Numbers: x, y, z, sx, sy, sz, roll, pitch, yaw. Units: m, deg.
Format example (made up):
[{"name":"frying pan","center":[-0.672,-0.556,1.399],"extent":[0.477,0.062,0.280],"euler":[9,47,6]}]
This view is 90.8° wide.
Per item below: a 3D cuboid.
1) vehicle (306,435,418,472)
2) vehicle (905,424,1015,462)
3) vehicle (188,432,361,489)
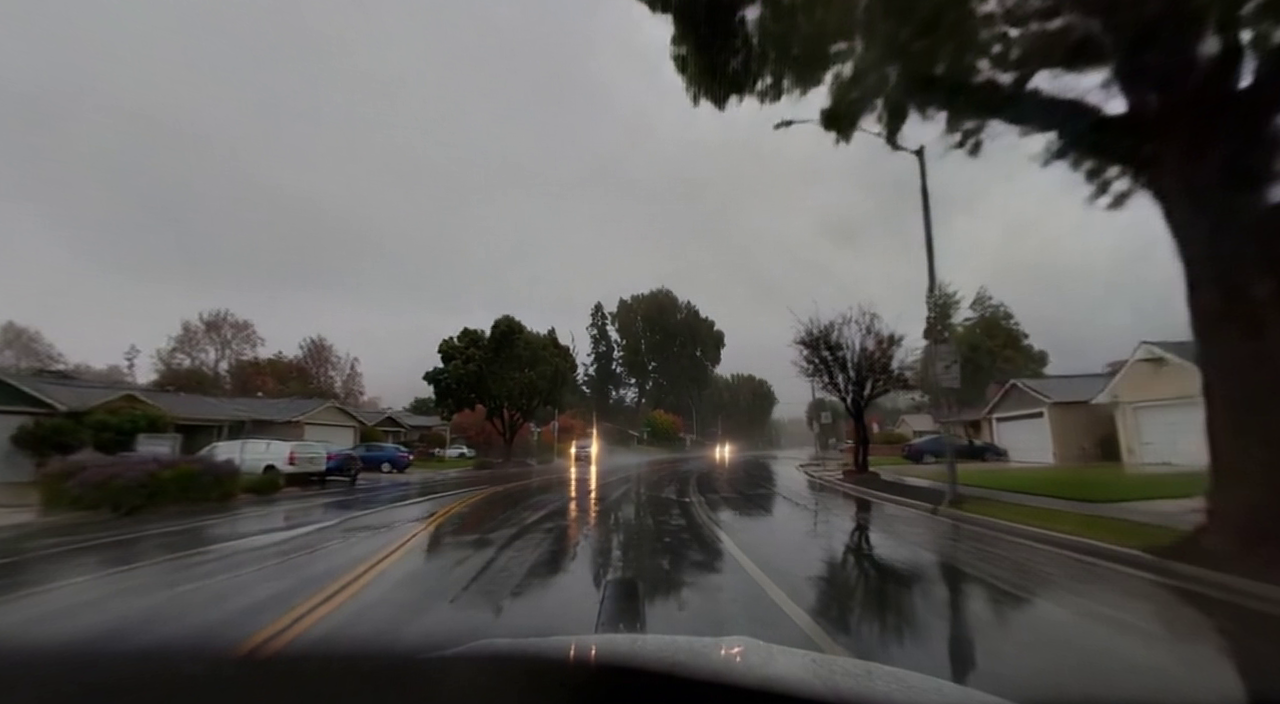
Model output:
[{"name":"vehicle","center":[-16.695,6.116,38.010],"extent":[6.010,1.935,2.255],"euler":[-4,-10,14]},{"name":"vehicle","center":[17.900,5.175,35.669],"extent":[5.073,1.729,2.161],"euler":[-6,-11,17]},{"name":"vehicle","center":[-14.389,4.308,25.599],"extent":[2.418,1.969,6.615],"euler":[-1,-8,8]}]
